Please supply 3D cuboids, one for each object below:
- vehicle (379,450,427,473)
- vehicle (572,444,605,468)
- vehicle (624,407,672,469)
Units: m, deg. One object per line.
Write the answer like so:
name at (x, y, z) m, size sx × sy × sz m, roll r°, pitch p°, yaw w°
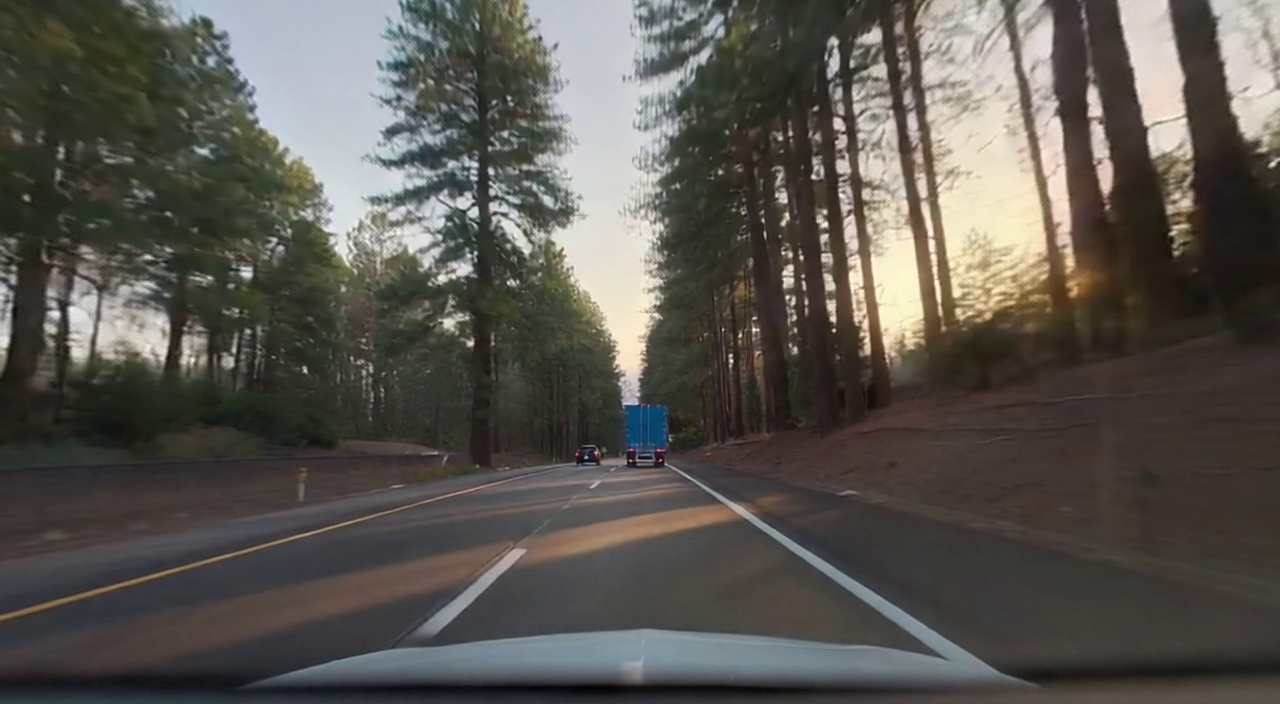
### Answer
vehicle at (-16.587, 7.637, 44.346) m, size 1.799 × 1.500 × 4.126 m, roll 0°, pitch -9°, yaw 0°
vehicle at (-3.867, 7.850, 47.749) m, size 2.092 × 1.702 × 4.297 m, roll 0°, pitch -8°, yaw 0°
vehicle at (0.508, 6.723, 49.150) m, size 3.320 × 4.173 × 11.889 m, roll 0°, pitch -8°, yaw 0°
